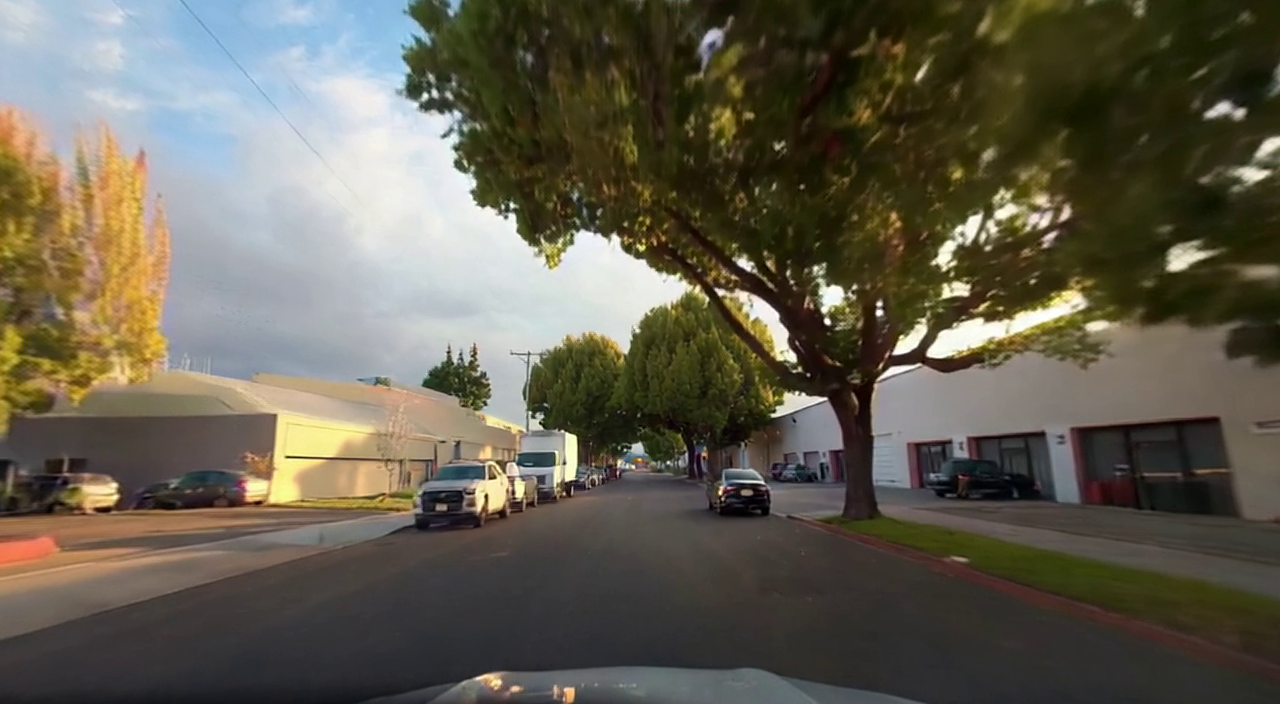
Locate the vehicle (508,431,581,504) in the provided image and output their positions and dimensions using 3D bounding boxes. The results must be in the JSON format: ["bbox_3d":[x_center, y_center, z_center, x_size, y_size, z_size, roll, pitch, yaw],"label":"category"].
[{"bbox_3d":[-3.924,4.952,27.024,2.242,2.726,5.581,1,-11,-1],"label":"vehicle"}]

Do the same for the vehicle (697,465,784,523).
[{"bbox_3d":[2.739,3.984,18.023,1.819,1.446,3.909,1,-11,0],"label":"vehicle"}]

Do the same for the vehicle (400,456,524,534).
[{"bbox_3d":[-4.114,3.377,15.225,1.835,1.625,3.674,0,-11,1],"label":"vehicle"}]
